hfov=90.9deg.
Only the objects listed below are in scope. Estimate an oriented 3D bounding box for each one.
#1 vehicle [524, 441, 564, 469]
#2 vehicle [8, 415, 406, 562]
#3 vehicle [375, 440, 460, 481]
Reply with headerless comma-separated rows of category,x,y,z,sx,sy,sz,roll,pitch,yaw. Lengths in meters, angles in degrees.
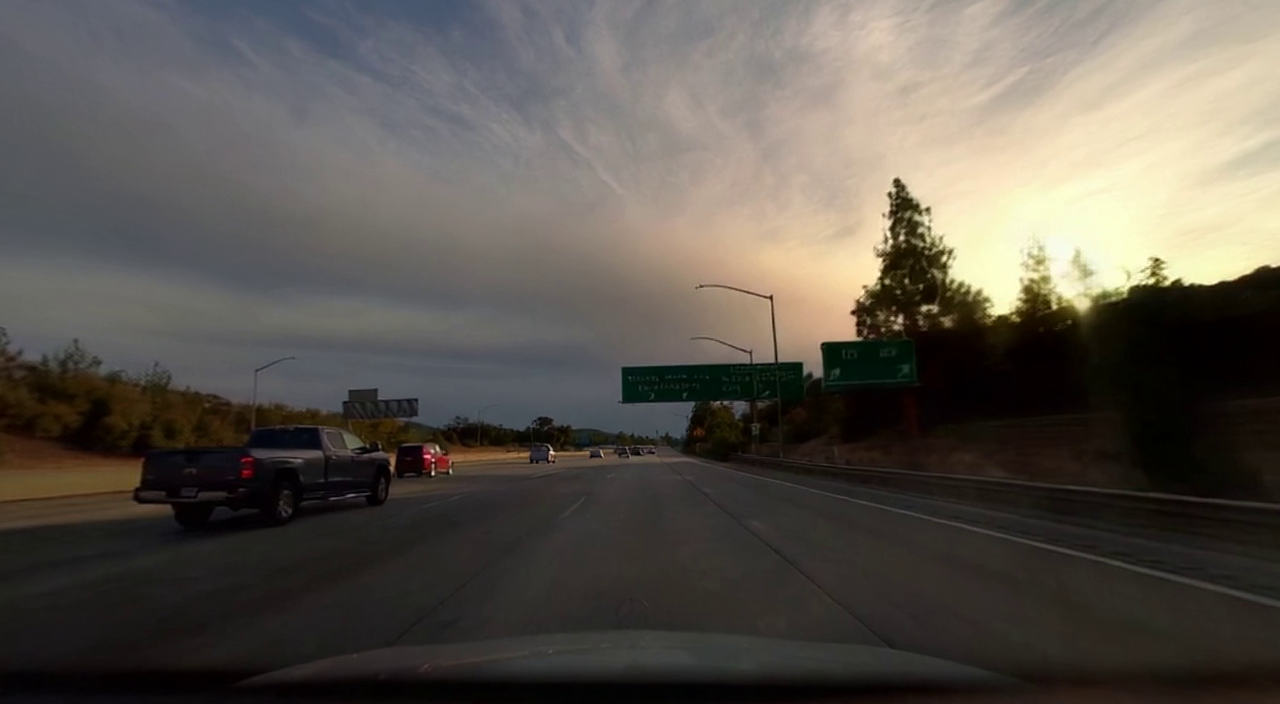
vehicle,-6.266,6.758,41.555,2.009,1.735,4.358,0,-8,-1
vehicle,-6.430,2.112,10.847,2.403,1.773,6.276,0,-8,0
vehicle,-9.796,4.800,28.197,2.060,1.662,4.469,0,-8,1
